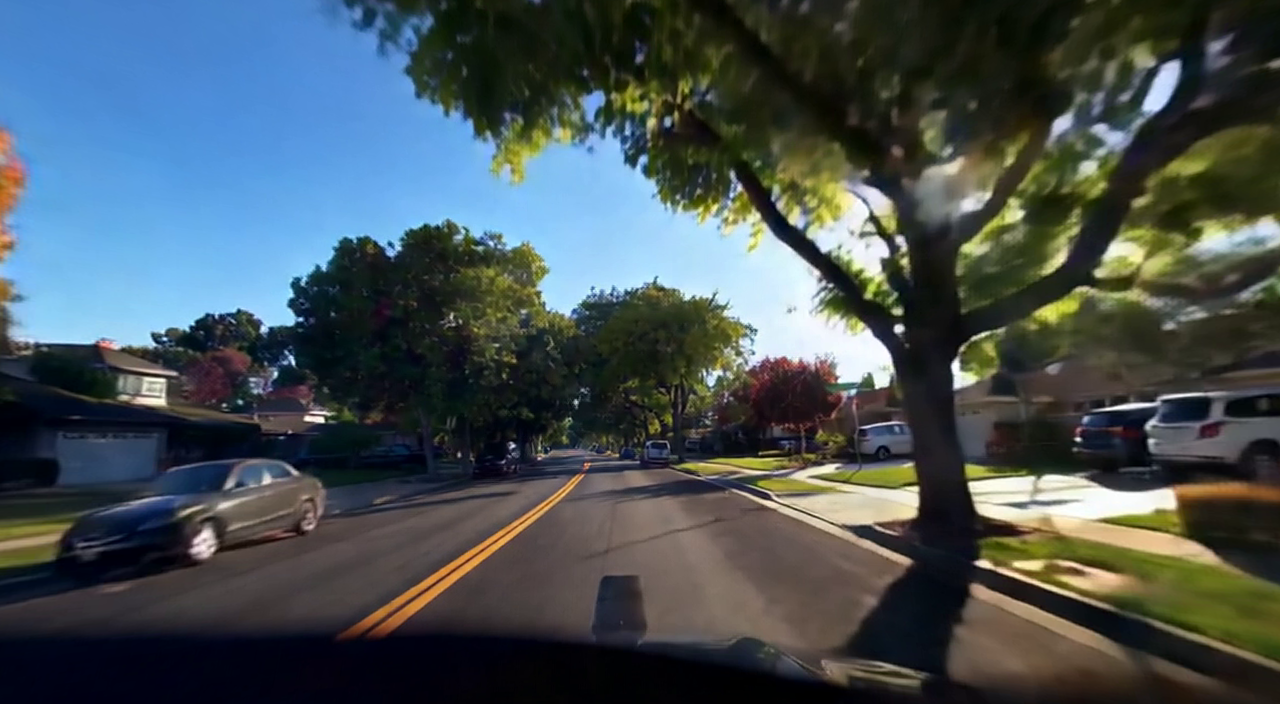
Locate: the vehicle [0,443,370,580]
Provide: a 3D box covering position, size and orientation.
[{"bbox_3d":[-6.258,2.171,9.566,2.004,1.400,5.505,-2,-9,-1],"label":"vehicle"}]

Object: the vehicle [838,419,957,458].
[{"bbox_3d":[12.665,4.302,31.274,4.938,1.830,2.024,0,-9,-1],"label":"vehicle"}]

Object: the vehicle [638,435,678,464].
[{"bbox_3d":[1.043,6.027,39.275,2.007,1.702,4.430,0,-8,-4],"label":"vehicle"}]

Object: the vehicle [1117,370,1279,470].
[{"bbox_3d":[13.147,1.480,13.402,4.392,1.944,1.917,0,-9,0],"label":"vehicle"}]

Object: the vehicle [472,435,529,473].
[{"bbox_3d":[-7.357,5.470,33.857,2.102,1.801,5.574,0,-9,-3],"label":"vehicle"}]
